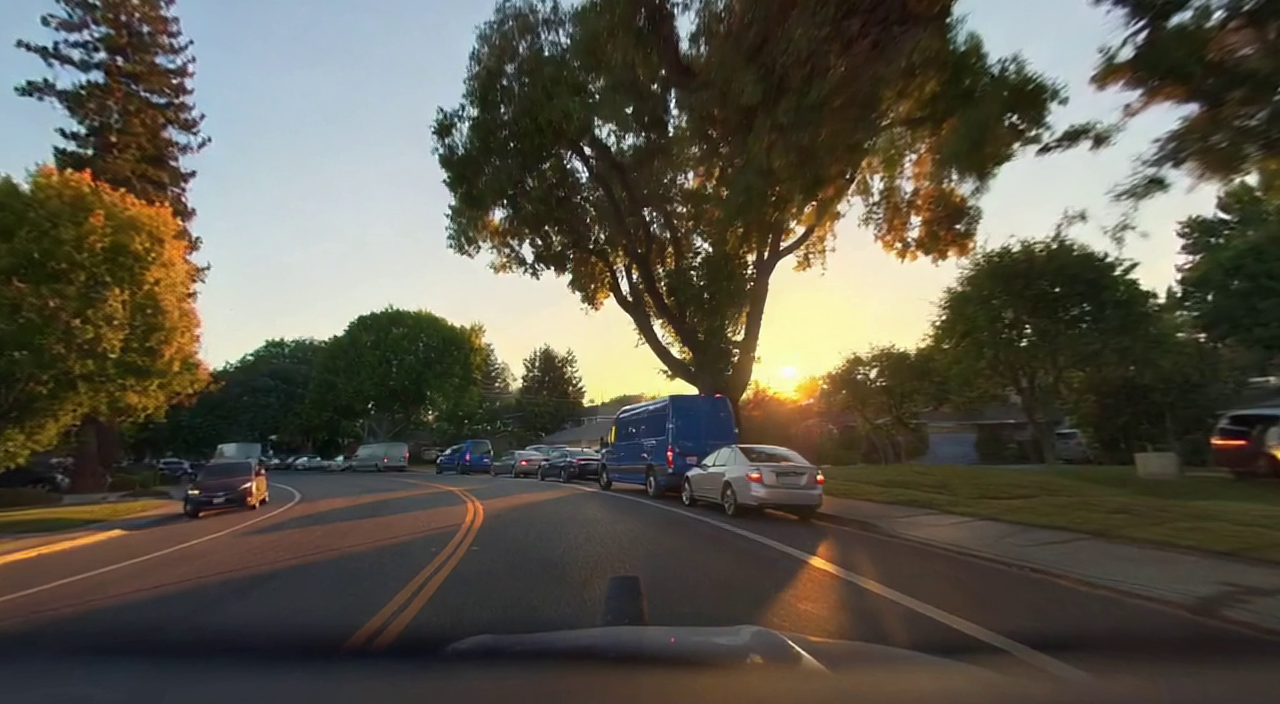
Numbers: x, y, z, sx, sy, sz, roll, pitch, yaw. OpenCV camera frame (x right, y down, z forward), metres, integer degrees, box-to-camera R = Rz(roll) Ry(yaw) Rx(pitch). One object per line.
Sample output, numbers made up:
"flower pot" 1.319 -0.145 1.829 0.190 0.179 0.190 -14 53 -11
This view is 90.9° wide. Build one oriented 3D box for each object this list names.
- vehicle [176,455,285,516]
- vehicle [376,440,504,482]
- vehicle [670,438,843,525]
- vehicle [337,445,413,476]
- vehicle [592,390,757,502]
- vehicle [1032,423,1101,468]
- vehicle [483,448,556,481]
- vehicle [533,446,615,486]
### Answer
"vehicle" -11.700 3.776 18.301 1.985 1.485 3.820 3 -9 -24
"vehicle" -12.822 6.844 39.603 10.370 2.164 3.041 -10 -11 43
"vehicle" 2.150 2.556 13.119 1.891 1.466 4.362 2 -9 -14
"vehicle" -19.272 7.806 45.652 6.647 2.035 2.309 -8 -11 41
"vehicle" 0.652 2.819 18.978 2.406 2.689 6.916 3 -9 -20
"vehicle" 17.762 3.890 26.165 1.830 1.648 4.635 -9 -12 37
"vehicle" -6.139 5.604 31.722 1.957 1.479 4.554 6 -10 -34
"vehicle" -2.857 4.657 26.174 1.961 1.456 4.569 4 -9 -25
